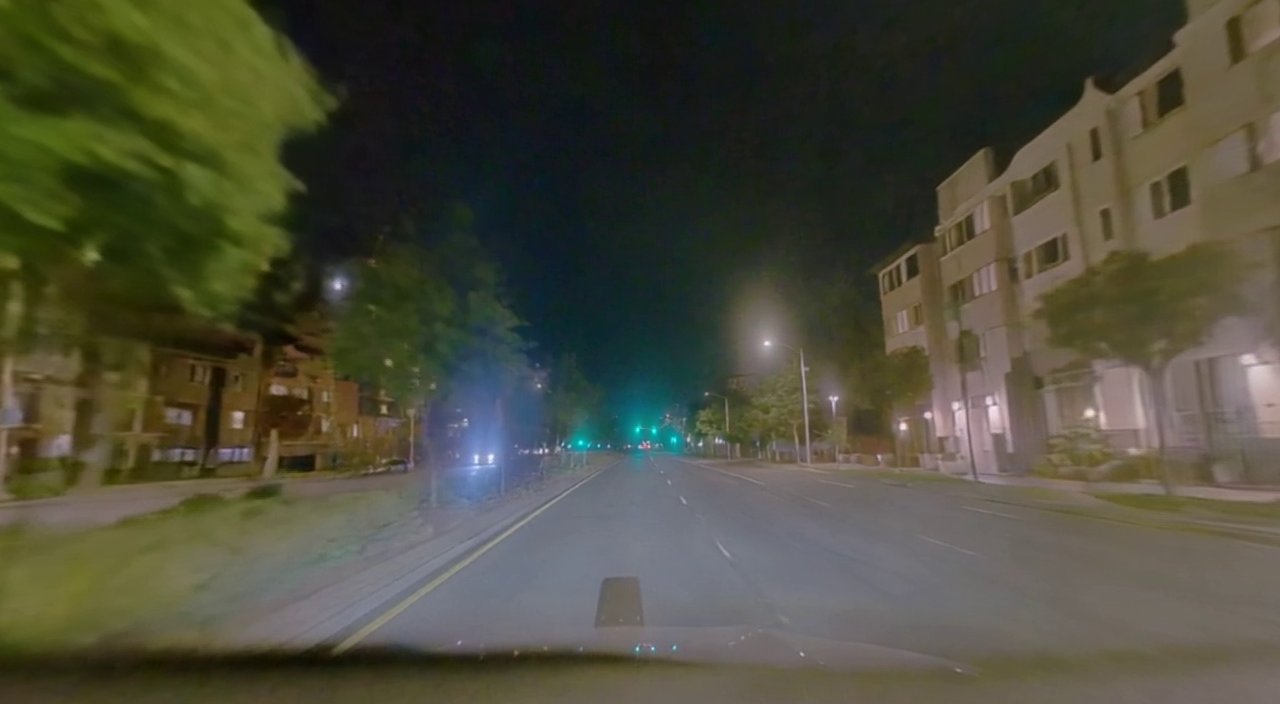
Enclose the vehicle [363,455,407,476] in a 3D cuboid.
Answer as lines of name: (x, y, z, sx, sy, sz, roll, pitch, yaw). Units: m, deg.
vehicle: (-19.846, 8.810, 49.329, 1.855, 1.498, 3.587, 0, -8, 1)
